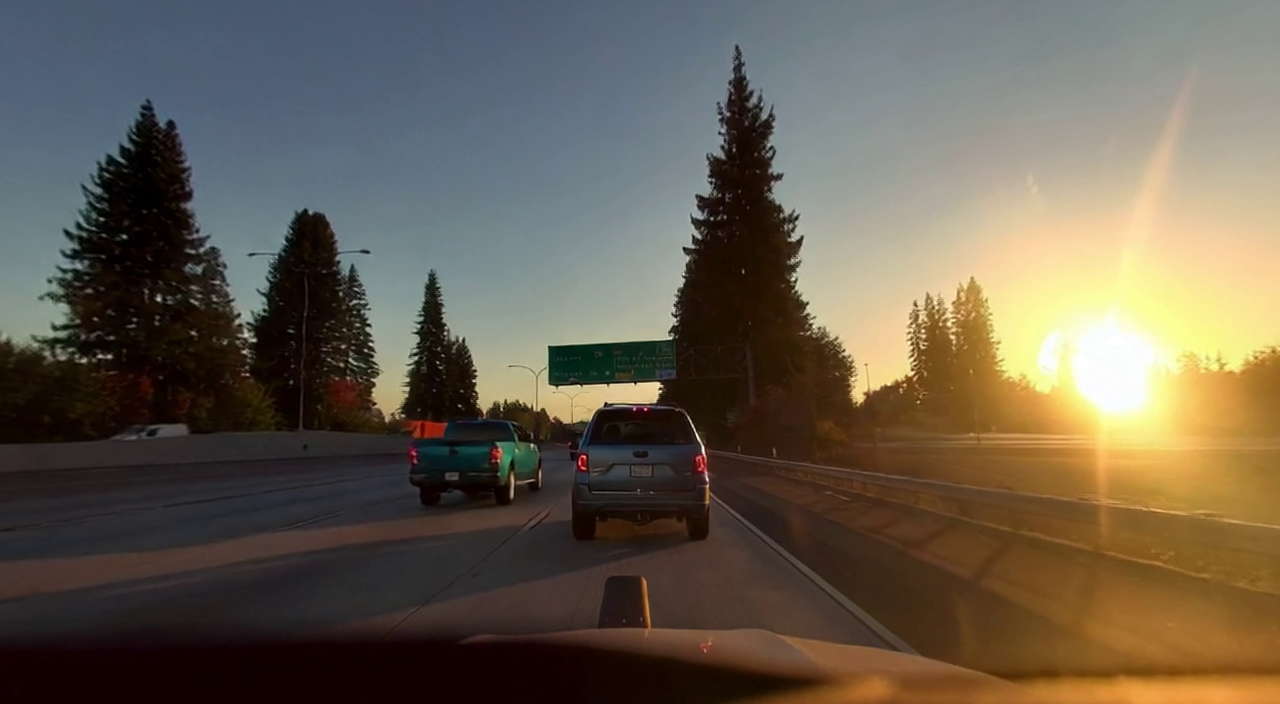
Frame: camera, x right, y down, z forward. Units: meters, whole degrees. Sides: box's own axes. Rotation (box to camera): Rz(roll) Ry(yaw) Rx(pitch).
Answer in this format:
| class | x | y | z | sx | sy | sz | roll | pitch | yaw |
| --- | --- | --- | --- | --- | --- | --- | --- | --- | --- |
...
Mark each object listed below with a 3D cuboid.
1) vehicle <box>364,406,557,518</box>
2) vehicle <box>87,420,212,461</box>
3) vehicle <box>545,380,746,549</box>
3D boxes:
| class | x | y | z | sx | sy | sz | roll | pitch | yaw |
| --- | --- | --- | --- | --- | --- | --- | --- | --- | --- |
| vehicle | -3.346 | 2.254 | 13.449 | 2.235 | 1.826 | 6.106 | 0 | -8 | 1 |
| vehicle | -25.126 | 4.580 | 32.606 | 2.386 | 1.919 | 4.884 | 0 | -8 | 2 |
| vehicle | 0.038 | 1.690 | 9.998 | 2.395 | 2.013 | 4.734 | 0 | -8 | -1 |
